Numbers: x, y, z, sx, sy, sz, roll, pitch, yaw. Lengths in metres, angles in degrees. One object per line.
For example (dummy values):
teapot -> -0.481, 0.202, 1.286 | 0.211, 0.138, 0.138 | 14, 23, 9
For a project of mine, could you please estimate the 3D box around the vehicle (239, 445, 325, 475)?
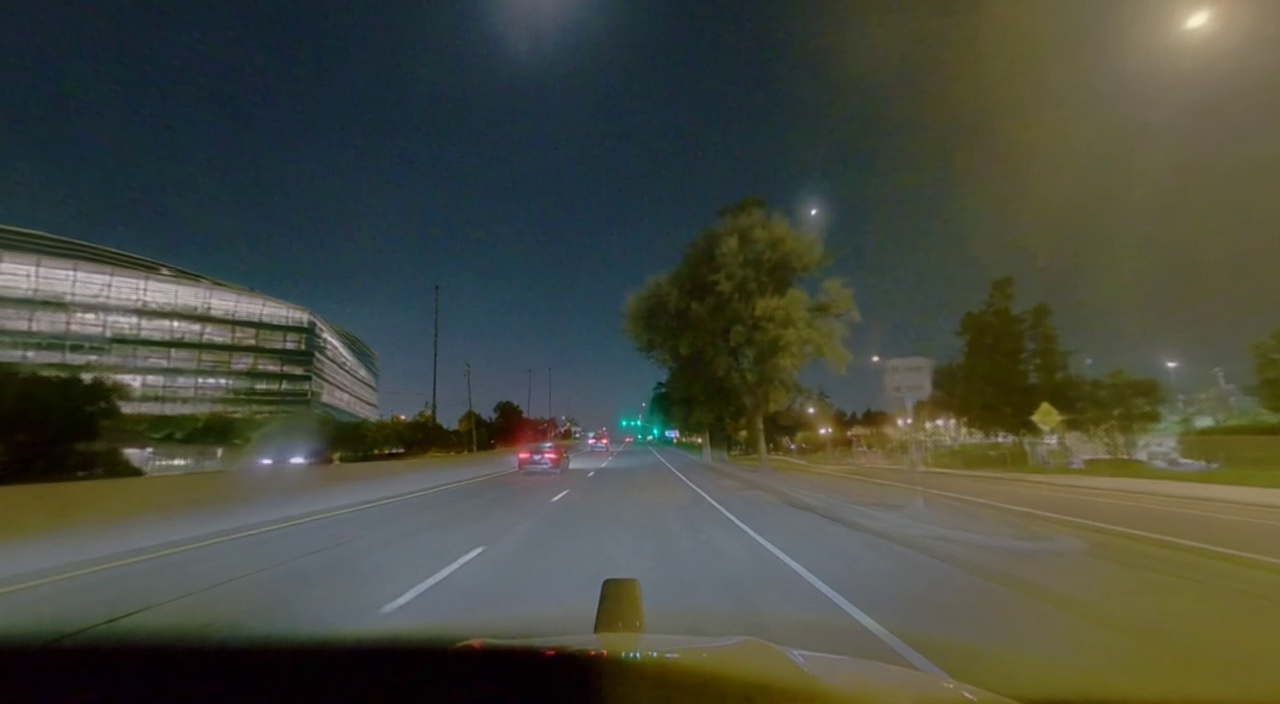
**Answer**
vehicle -> -19.375, 5.832, 34.466 | 1.895, 1.514, 4.766 | 0, -8, 0

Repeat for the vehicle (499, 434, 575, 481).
vehicle -> -3.633, 3.828, 23.236 | 1.984, 1.521, 4.682 | 0, -8, 1
